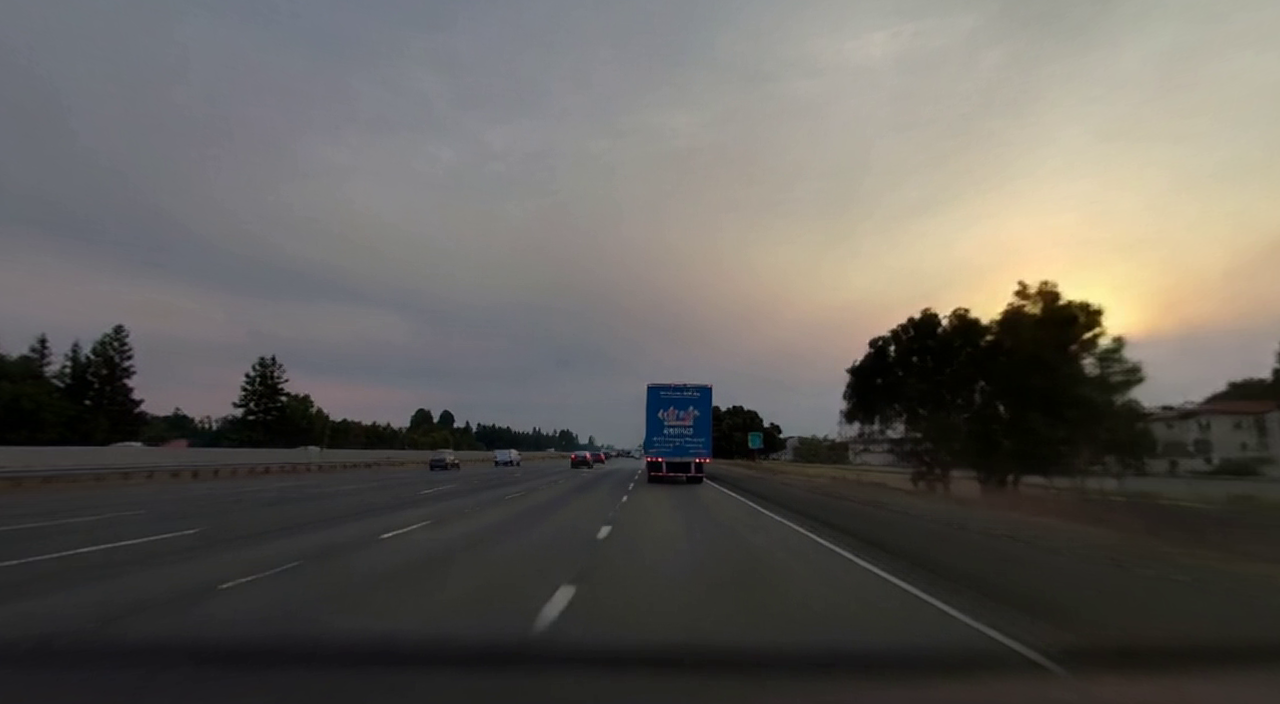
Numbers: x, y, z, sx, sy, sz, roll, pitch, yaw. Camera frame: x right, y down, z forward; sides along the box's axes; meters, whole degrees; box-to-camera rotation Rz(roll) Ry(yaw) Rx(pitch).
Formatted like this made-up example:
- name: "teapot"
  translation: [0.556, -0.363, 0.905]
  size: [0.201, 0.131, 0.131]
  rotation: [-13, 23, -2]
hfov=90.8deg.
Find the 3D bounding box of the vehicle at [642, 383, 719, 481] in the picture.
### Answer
- name: "vehicle"
  translation: [1.749, 4.572, 34.430]
  size: [3.140, 4.100, 15.551]
  rotation: [0, -9, 0]
